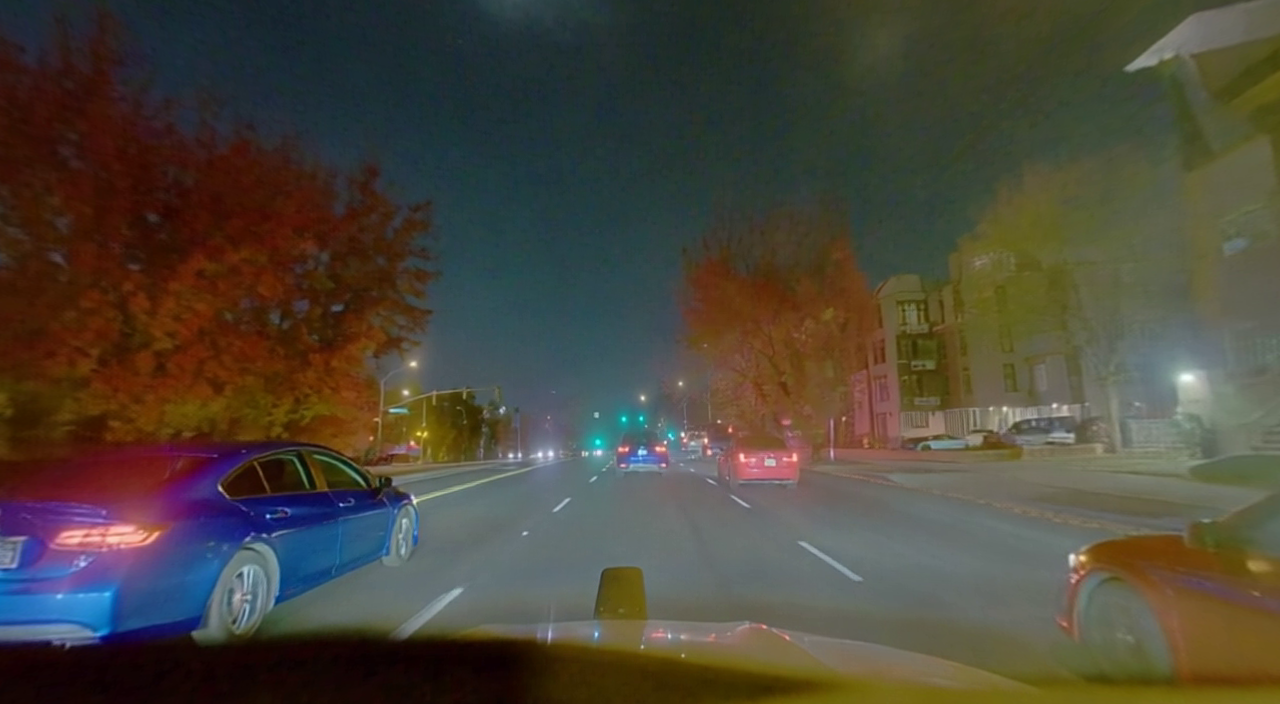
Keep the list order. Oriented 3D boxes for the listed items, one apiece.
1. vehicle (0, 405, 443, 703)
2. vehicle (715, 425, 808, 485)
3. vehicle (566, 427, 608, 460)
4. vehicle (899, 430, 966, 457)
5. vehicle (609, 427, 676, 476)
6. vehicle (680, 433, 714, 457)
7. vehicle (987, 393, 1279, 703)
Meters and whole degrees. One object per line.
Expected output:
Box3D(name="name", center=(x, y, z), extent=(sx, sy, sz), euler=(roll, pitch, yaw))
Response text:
Box3D(name="vehicle", center=(-3.480, 1.340, 5.400), extent=(1.997, 1.479, 4.547), euler=(0, -8, 1))
Box3D(name="vehicle", center=(3.658, 3.205, 19.814), extent=(2.019, 1.675, 4.488), euler=(0, -8, 0))
Box3D(name="vehicle", center=(-3.437, 6.077, 41.754), extent=(2.246, 2.062, 5.123), euler=(0, -8, 1))
Box3D(name="vehicle", center=(18.021, 5.729, 38.915), extent=(1.767, 1.400, 4.107), euler=(-3, -10, -7))
Box3D(name="vehicle", center=(0.074, 3.732, 23.712), extent=(2.293, 1.662, 4.262), euler=(0, -8, 0))
Box3D(name="vehicle", center=(4.155, 6.834, 46.176), extent=(2.067, 1.687, 4.163), euler=(0, -8, -1))
Box3D(name="vehicle", center=(3.402, 0.852, 2.012), extent=(2.060, 1.474, 4.475), euler=(0, -8, 1))
